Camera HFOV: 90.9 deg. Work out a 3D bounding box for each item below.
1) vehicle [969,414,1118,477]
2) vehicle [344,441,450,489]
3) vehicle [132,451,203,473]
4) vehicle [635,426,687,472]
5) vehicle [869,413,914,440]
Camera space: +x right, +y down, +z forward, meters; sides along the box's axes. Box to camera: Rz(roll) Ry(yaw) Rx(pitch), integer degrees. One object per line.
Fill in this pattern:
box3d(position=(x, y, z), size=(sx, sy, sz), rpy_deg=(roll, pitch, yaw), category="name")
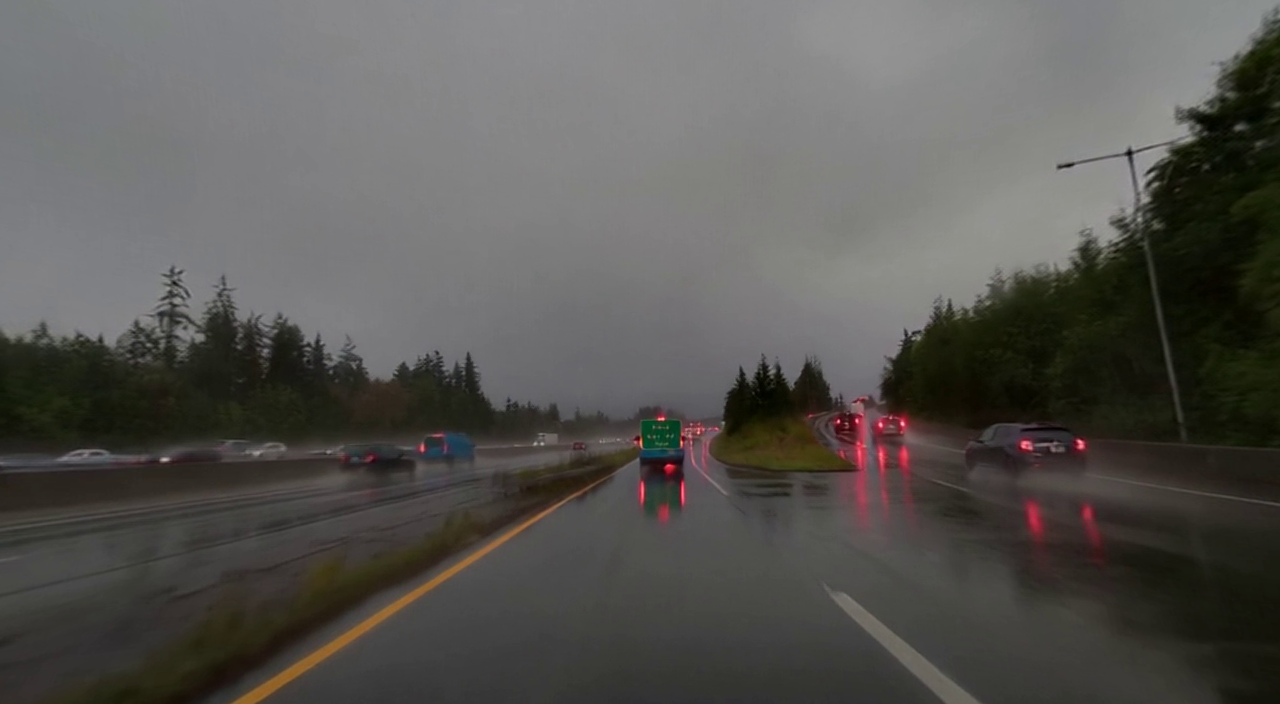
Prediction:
box3d(position=(11.989, 2.810, 19.196), size=(2.098, 1.654, 4.637), rpy_deg=(-2, -8, 10), category="vehicle")
box3d(position=(-8.715, 4.049, 23.086), size=(1.896, 1.543, 4.429), rpy_deg=(-1, -8, 3), category="vehicle")
box3d(position=(-33.309, 7.747, 44.610), size=(1.896, 1.433, 3.831), rpy_deg=(-1, -8, 3), category="vehicle")
box3d(position=(0.869, 4.174, 27.423), size=(2.043, 1.821, 4.558), rpy_deg=(0, -8, 1), category="vehicle")
box3d(position=(18.192, 5.462, 45.859), size=(2.167, 1.798, 4.838), rpy_deg=(-2, -8, 12), category="vehicle")
